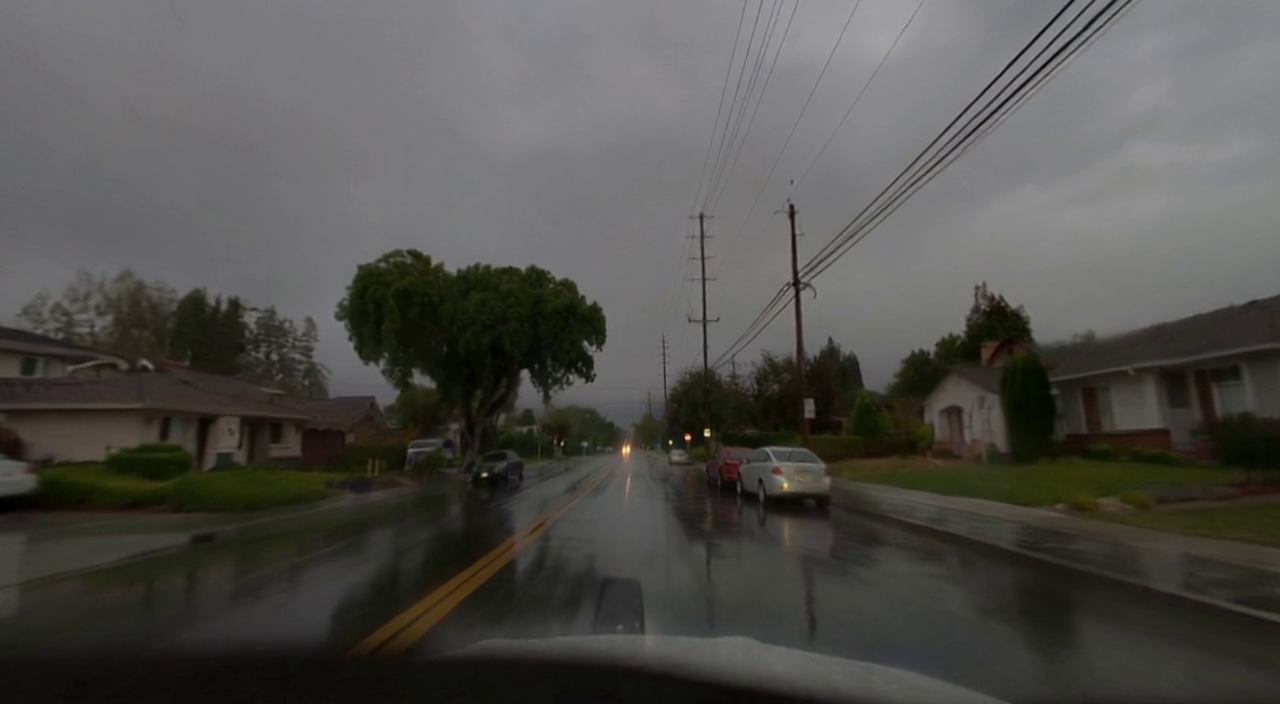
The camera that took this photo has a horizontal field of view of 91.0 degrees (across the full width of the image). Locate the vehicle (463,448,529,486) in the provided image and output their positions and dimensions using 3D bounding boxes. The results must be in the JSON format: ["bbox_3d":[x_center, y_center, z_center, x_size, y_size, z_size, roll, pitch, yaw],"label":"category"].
[{"bbox_3d":[-6.470,5.206,28.823,1.985,1.497,4.655,-2,-8,-1],"label":"vehicle"}]

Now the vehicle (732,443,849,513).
[{"bbox_3d":[3.758,3.232,16.630,1.917,1.569,4.460,0,-9,-1],"label":"vehicle"}]

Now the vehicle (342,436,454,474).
[{"bbox_3d":[-14.273,6.119,37.443,5.681,2.094,2.344,0,-9,0],"label":"vehicle"}]
